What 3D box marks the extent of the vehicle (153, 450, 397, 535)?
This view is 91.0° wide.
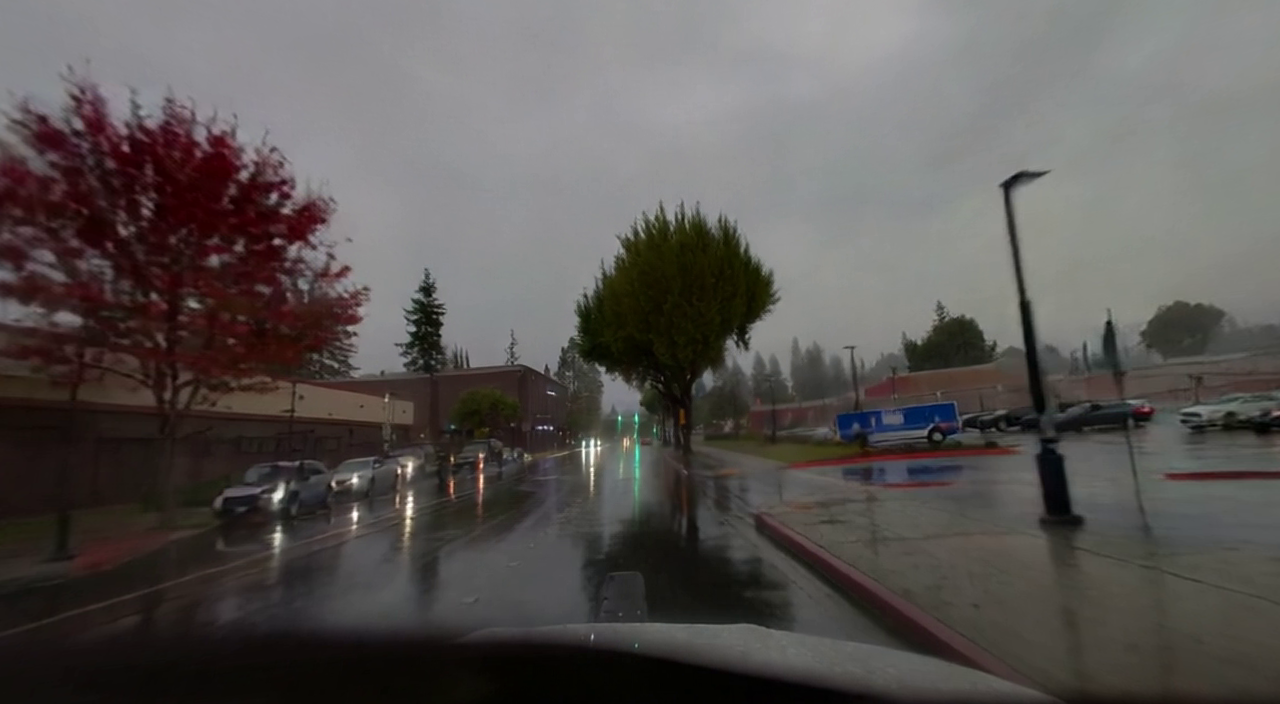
[{"bbox_3d":[-8.671,3.306,15.353,1.879,1.543,4.778,-12,-13,43],"label":"vehicle"}]

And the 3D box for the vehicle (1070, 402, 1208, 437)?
[{"bbox_3d":[23.195,3.171,29.378,4.746,1.536,1.914,0,-8,0],"label":"vehicle"}]

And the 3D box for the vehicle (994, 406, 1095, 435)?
[{"bbox_3d":[23.739,4.051,37.025,4.521,1.634,1.996,0,-8,0],"label":"vehicle"}]

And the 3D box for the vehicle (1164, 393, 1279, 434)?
[{"bbox_3d":[23.393,2.418,24.296,4.418,1.472,2.109,0,-8,-1],"label":"vehicle"}]

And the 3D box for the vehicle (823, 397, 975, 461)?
[{"bbox_3d":[10.978,3.265,26.945,5.453,1.794,2.011,-9,-6,-2],"label":"vehicle"}]
